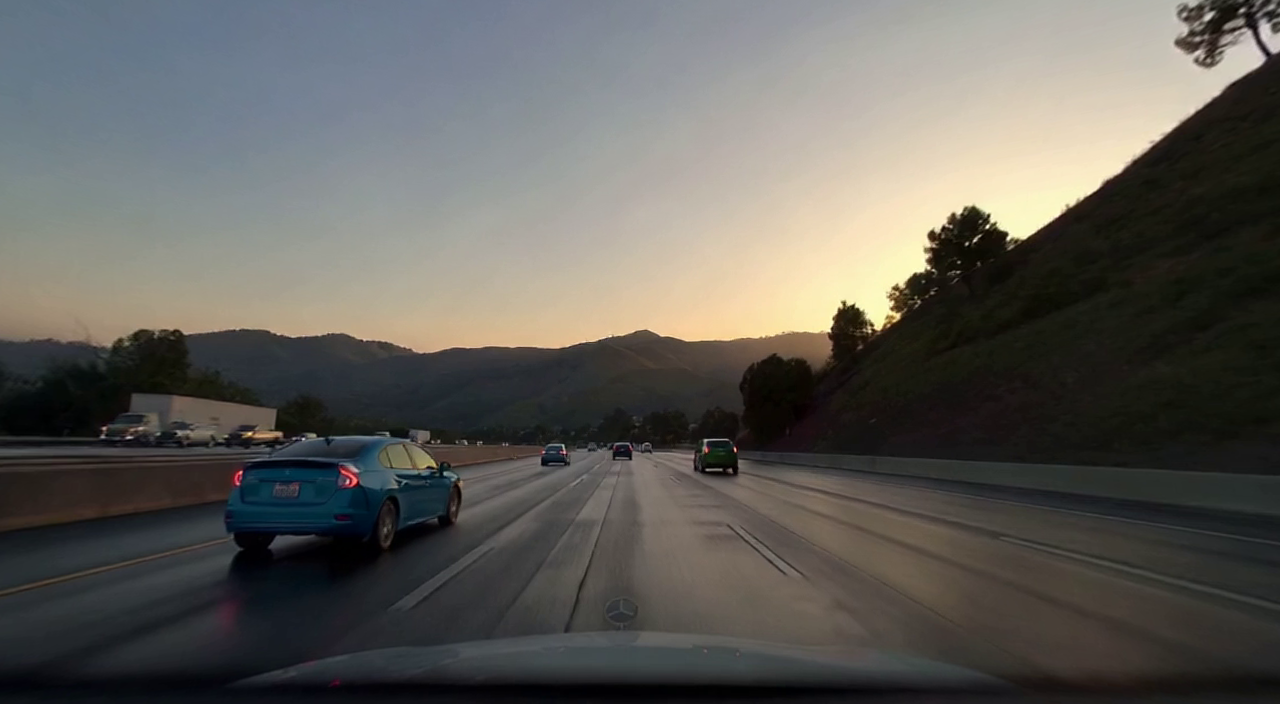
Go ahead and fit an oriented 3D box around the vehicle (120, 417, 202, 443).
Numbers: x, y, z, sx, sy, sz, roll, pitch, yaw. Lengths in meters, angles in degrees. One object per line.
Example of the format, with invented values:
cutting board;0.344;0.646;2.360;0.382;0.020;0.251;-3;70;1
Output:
vehicle;-31.587;5.203;41.711;1.787;1.529;4.656;1;-9;0

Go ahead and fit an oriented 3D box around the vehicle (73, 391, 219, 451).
vehicle;-36.256;5.282;46.947;3.054;3.912;9.656;1;-8;-1

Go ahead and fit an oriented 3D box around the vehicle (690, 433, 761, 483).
vehicle;3.344;4.282;25.627;2.222;1.820;4.733;0;-9;0

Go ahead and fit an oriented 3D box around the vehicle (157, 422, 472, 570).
vehicle;-3.949;1.815;8.699;1.993;1.500;4.248;0;-9;1

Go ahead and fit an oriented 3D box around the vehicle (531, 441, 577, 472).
vehicle;-4.325;5.356;32.358;1.796;1.464;3.839;0;-9;0

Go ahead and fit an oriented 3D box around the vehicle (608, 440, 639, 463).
vehicle;-1.177;7.248;45.899;2.147;1.572;4.094;0;-9;0
